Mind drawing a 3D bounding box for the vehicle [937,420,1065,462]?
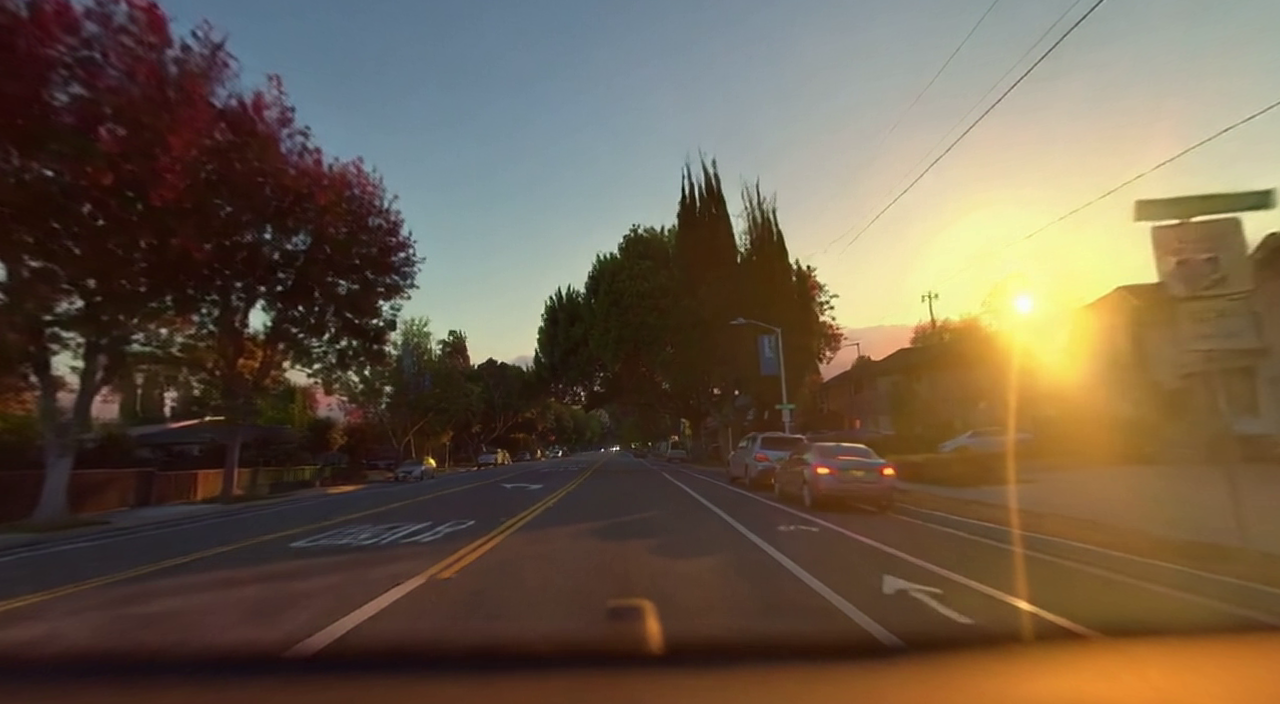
[{"bbox_3d":[16.352,4.069,28.808,4.524,1.805,2.067,-1,-9,0],"label":"vehicle"}]

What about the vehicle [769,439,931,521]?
[{"bbox_3d":[4.319,2.690,13.835,1.919,1.474,4.370,0,-9,-2],"label":"vehicle"}]

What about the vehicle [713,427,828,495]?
[{"bbox_3d":[3.971,3.471,20.500,2.293,1.858,5.868,0,-9,-2],"label":"vehicle"}]
